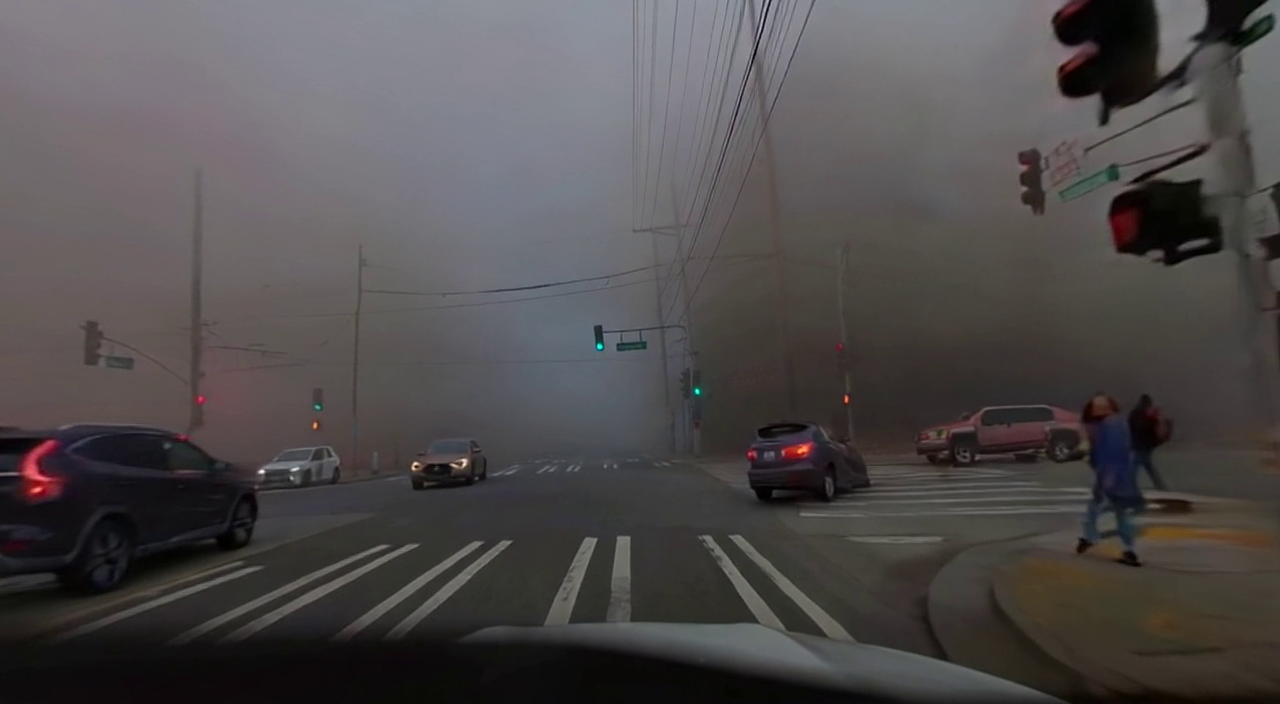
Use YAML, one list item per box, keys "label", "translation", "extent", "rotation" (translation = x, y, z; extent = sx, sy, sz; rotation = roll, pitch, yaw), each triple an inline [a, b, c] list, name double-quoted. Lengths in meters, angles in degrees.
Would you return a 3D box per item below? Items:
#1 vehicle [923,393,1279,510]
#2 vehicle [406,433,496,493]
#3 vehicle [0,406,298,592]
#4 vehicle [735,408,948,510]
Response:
- label: "vehicle"
  translation: [7.515, 1.613, 10.483]
  extent: [4.714, 1.686, 1.973]
  rotation: [1, -8, -8]
- label: "vehicle"
  translation: [-5.377, 3.063, 17.828]
  extent: [2.097, 1.457, 4.439]
  rotation: [2, -9, -18]
- label: "vehicle"
  translation: [-6.572, 1.714, 8.149]
  extent: [2.063, 1.751, 4.229]
  rotation: [0, -9, -2]
- label: "vehicle"
  translation: [4.040, 1.946, 12.309]
  extent: [4.260, 1.497, 2.059]
  rotation: [3, -8, -44]
